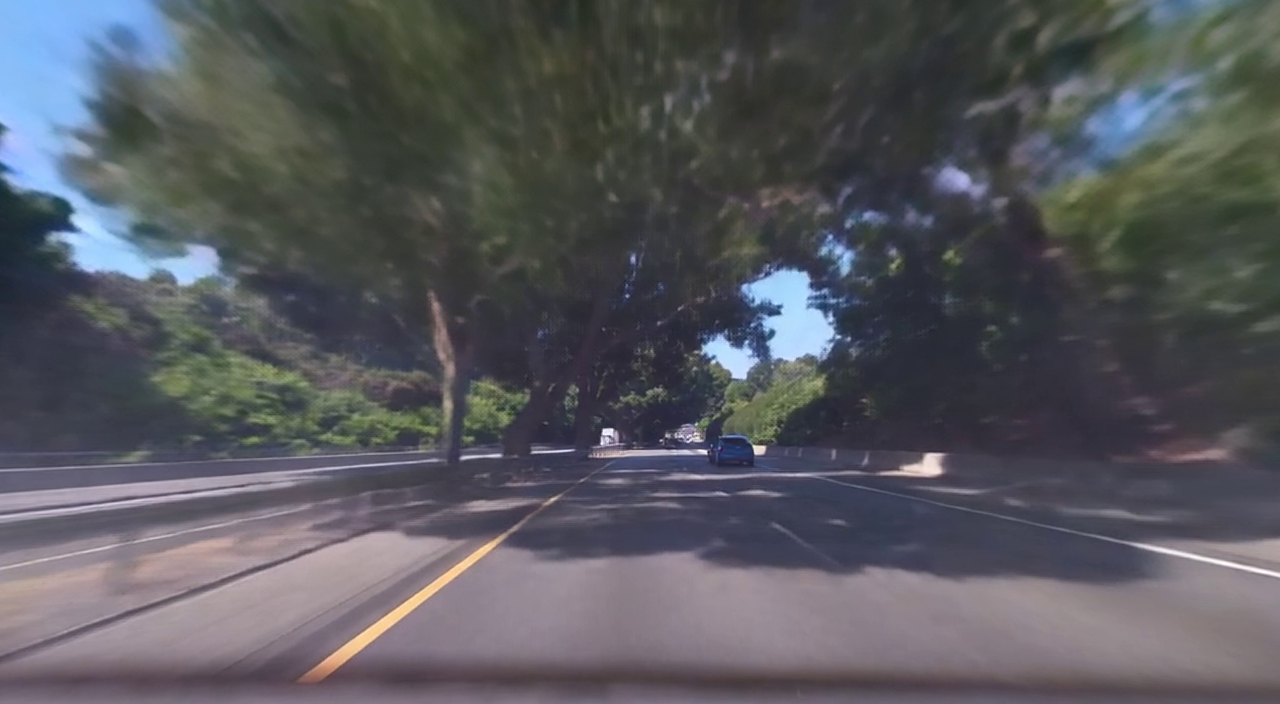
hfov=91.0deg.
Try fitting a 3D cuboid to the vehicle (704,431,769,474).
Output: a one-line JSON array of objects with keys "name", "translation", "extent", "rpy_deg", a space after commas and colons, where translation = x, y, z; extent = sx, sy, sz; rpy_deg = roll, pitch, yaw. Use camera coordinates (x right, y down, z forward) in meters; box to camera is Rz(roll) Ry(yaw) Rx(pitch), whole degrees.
[{"name": "vehicle", "translation": [4.009, 4.262, 26.859], "extent": [2.022, 1.663, 4.245], "rpy_deg": [0, -8, -1]}]
